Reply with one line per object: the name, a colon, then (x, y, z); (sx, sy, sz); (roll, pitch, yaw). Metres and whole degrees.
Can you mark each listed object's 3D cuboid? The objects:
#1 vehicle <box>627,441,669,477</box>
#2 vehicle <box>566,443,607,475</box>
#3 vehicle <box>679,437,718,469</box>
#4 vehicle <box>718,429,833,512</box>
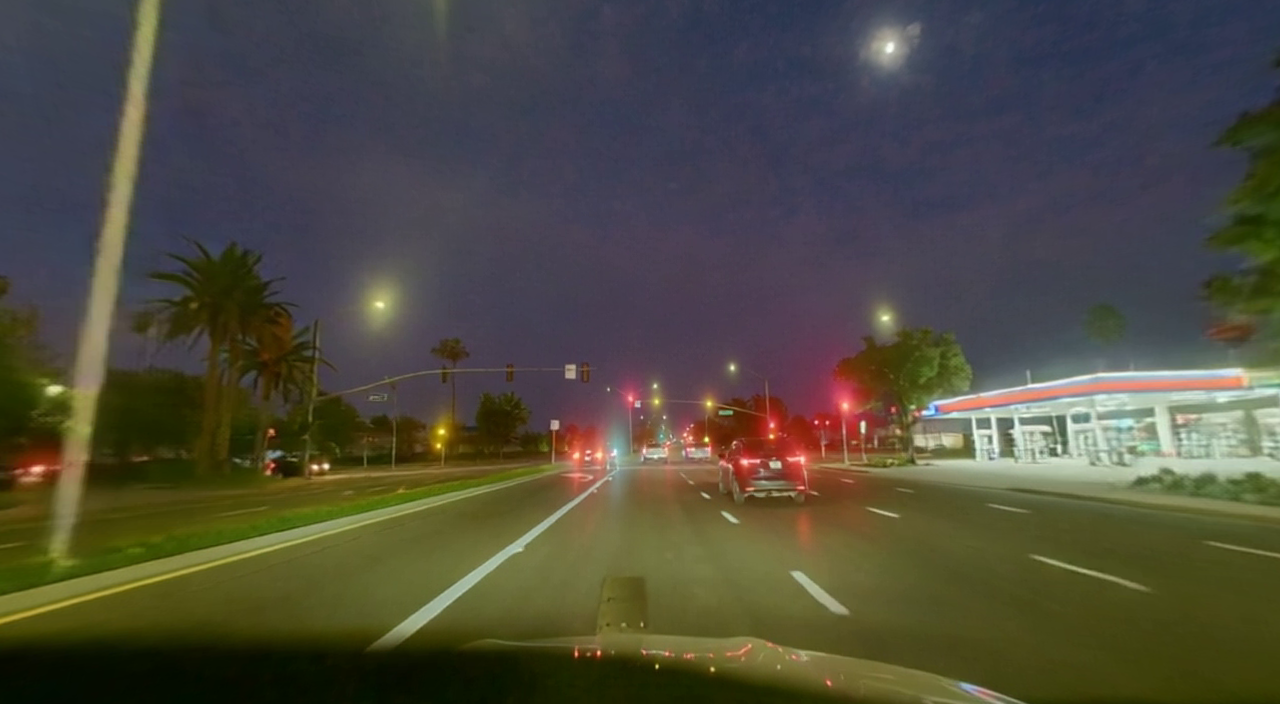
vehicle: (0.383, 5.311, 31.490); (1.991, 1.664, 3.814); (0, -8, 0)
vehicle: (-2.829, 5.756, 34.212); (1.788, 1.600, 4.298); (0, -8, 1)
vehicle: (3.846, 6.770, 42.384); (2.154, 1.975, 4.634); (0, -8, 0)
vehicle: (3.127, 2.804, 15.424); (1.872, 1.752, 3.896); (0, -8, -1)
